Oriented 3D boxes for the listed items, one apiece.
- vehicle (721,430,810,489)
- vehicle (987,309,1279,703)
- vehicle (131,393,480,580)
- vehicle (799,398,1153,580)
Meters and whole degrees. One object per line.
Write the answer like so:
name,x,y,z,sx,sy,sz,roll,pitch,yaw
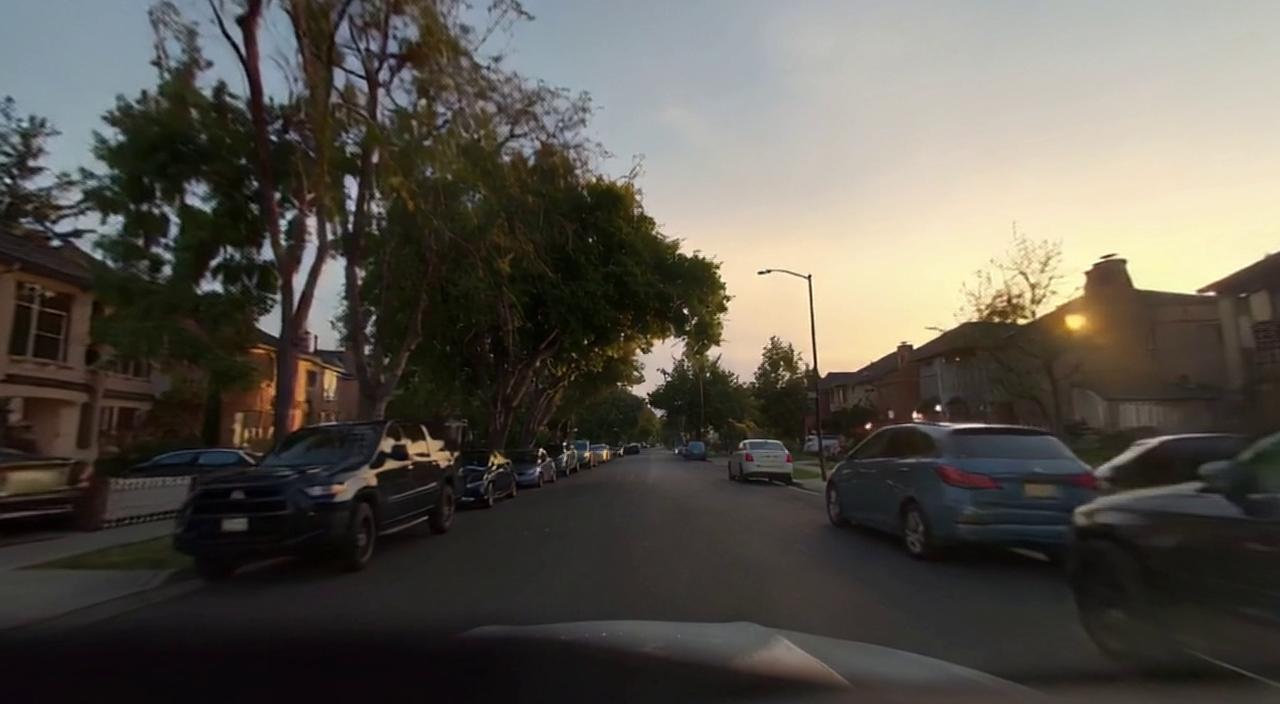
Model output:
vehicle,4.480,3.925,23.407,2.306,1.901,4.908,0,-8,0
vehicle,3.923,0.704,2.324,1.995,1.944,5.400,0,-8,-3
vehicle,-4.562,1.952,10.066,2.461,2.145,5.415,-1,-8,1
vehicle,4.071,1.764,9.010,2.214,1.830,4.997,0,-8,-1
